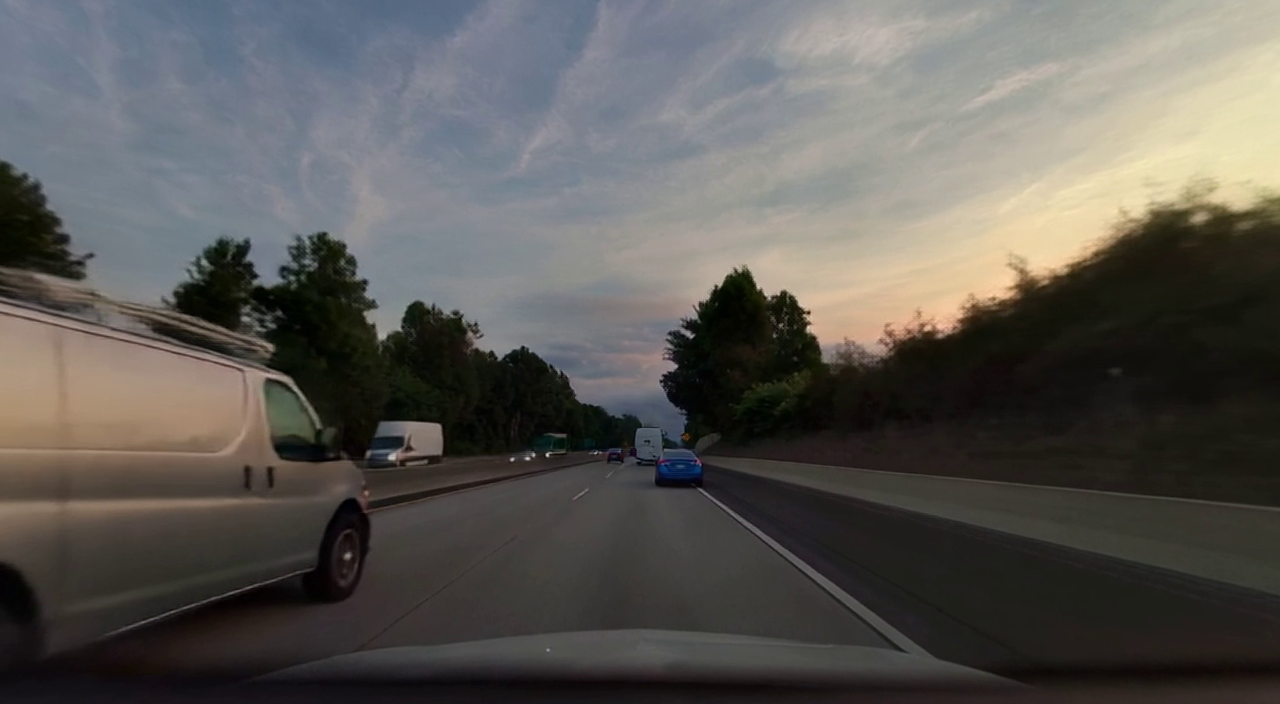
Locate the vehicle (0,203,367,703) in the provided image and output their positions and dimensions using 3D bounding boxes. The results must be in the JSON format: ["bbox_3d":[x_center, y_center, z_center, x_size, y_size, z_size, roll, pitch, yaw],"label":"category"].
[{"bbox_3d":[-3.085,0.579,1.996,2.217,2.033,4.975,0,-9,0],"label":"vehicle"}]

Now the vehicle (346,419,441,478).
[{"bbox_3d":[-16.835,6.714,43.803,2.942,3.682,8.180,0,-9,2],"label":"vehicle"}]

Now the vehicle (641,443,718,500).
[{"bbox_3d":[1.045,3.458,18.594,2.012,1.485,3.649,0,-9,0],"label":"vehicle"}]
